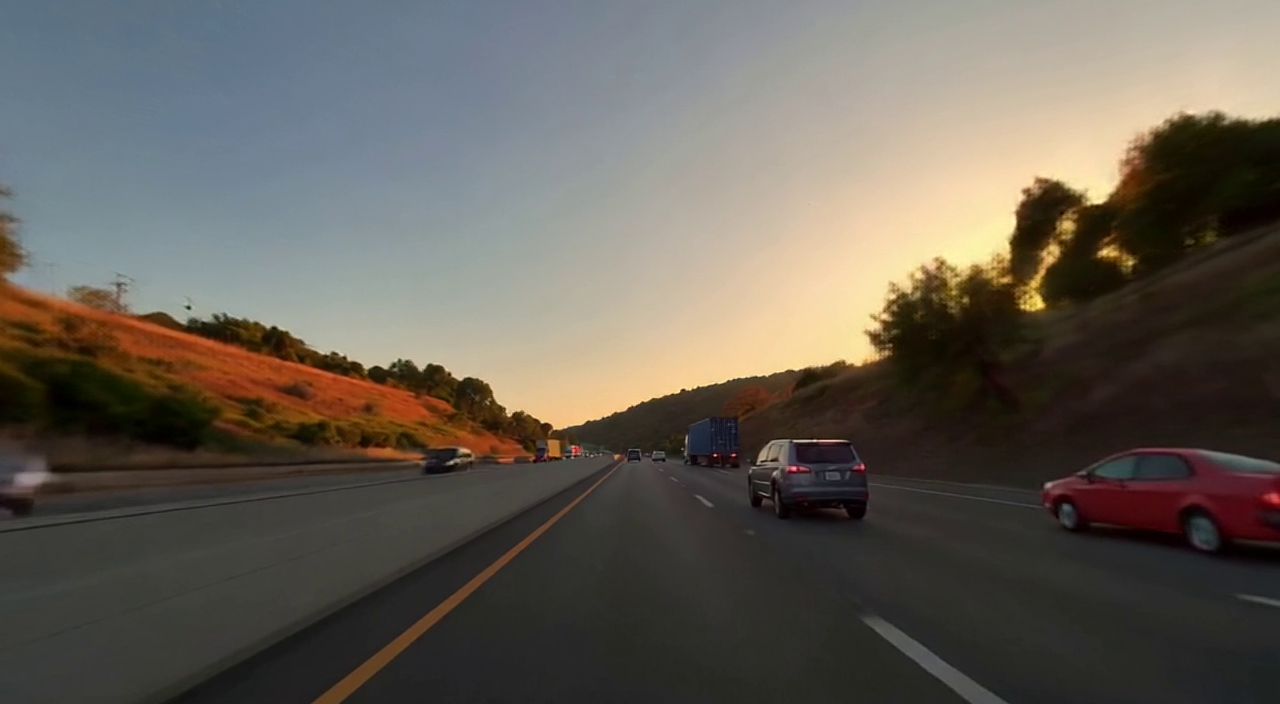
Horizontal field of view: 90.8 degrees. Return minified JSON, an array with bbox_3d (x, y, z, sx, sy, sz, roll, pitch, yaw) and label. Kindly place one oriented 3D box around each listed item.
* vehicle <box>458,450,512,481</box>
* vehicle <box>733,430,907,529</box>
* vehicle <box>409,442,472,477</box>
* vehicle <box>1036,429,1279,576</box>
[{"bbox_3d":[-7.704,5.625,31.627,1.760,1.437,3.634,0,-9,0],"label":"vehicle"},{"bbox_3d":[3.409,2.522,13.044,2.130,1.658,4.537,0,-9,-2],"label":"vehicle"},{"bbox_3d":[-11.803,6.376,37.704,2.095,1.901,5.025,0,-9,0],"label":"vehicle"},{"bbox_3d":[7.445,1.739,7.803,2.024,1.471,4.618,0,-9,-1],"label":"vehicle"}]
